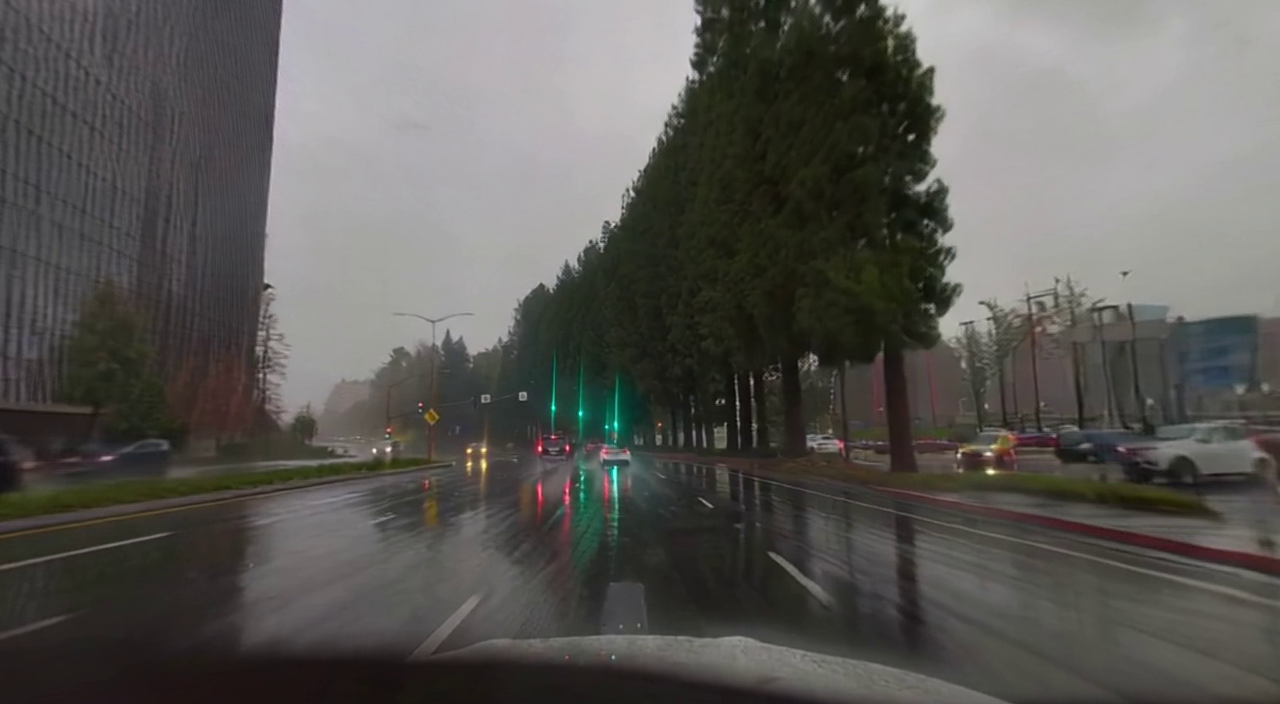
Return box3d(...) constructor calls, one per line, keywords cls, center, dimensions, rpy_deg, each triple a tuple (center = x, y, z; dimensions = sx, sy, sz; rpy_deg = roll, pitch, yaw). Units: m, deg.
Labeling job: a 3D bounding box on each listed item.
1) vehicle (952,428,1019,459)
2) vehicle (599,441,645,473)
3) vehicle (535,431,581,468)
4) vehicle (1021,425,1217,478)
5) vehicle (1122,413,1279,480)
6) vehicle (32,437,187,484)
box3d(cls="vehicle", center=(20.424, 5.399, 37.592), dimensions=(1.841, 1.555, 4.431), rpy_deg=(-4, -6, 6))
box3d(cls="vehicle", center=(-0.904, 4.942, 30.022), dimensions=(2.050, 1.385, 4.096), rpy_deg=(0, -8, -3))
box3d(cls="vehicle", center=(-4.272, 5.142, 33.541), dimensions=(2.001, 1.784, 4.483), rpy_deg=(0, -8, -2))
box3d(cls="vehicle", center=(14.133, 2.953, 18.789), dimensions=(4.646, 1.438, 1.566), rpy_deg=(1, -8, -4))
box3d(cls="vehicle", center=(13.890, 2.137, 14.352), dimensions=(4.373, 1.437, 1.630), rpy_deg=(-1, -8, 3))
box3d(cls="vehicle", center=(-22.179, 4.536, 26.826), dimensions=(1.882, 1.745, 5.627), rpy_deg=(0, -8, -3))
